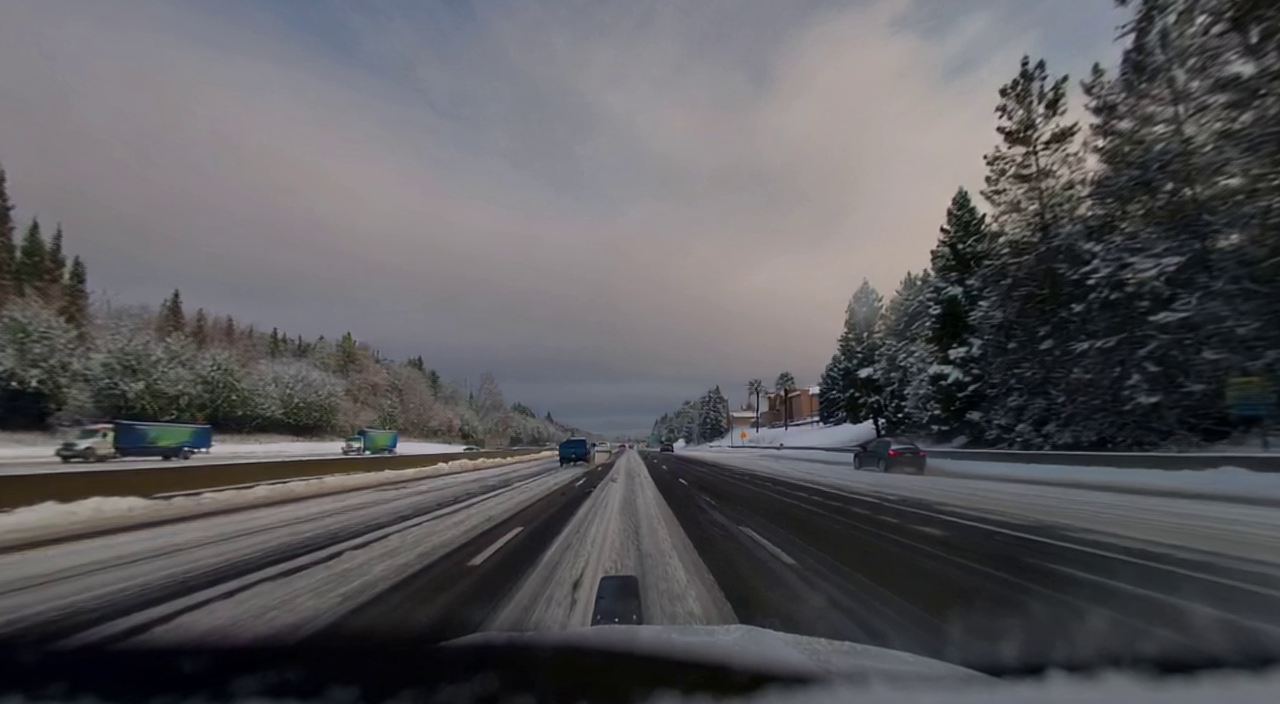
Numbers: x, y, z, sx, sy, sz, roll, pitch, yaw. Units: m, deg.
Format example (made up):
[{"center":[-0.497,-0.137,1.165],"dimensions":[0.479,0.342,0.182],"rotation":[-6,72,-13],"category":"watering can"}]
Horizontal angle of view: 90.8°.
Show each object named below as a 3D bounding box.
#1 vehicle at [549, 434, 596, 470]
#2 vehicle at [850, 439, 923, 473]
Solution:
[{"center":[-3.907,5.894,37.304],"dimensions":[2.225,1.967,4.673],"rotation":[0,-9,0],"category":"vehicle"},{"center":[14.131,5.985,36.525],"dimensions":[2.168,1.792,4.457],"rotation":[1,-9,-4],"category":"vehicle"}]
